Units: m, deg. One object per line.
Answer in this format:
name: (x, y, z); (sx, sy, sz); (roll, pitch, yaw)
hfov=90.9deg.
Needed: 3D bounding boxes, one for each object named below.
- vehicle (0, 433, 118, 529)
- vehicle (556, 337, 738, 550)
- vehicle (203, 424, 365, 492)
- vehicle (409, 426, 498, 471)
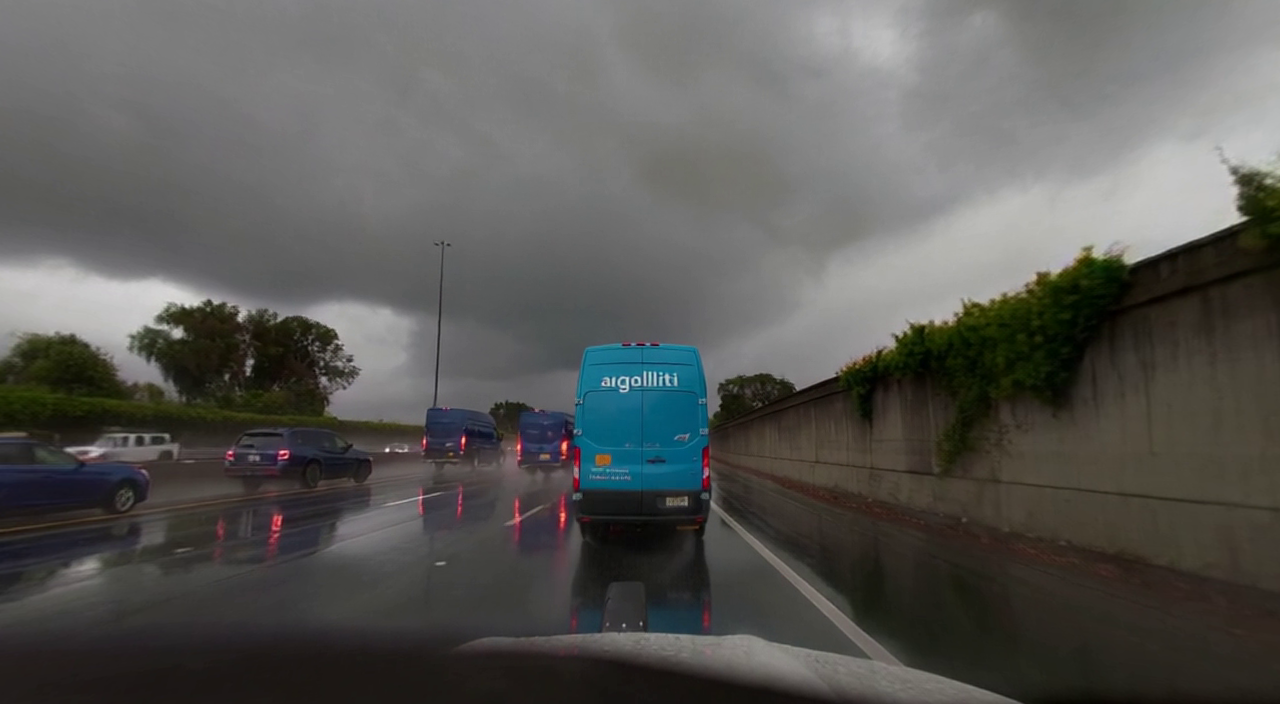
vehicle: (-11.136, 2.043, 9.964); (1.839, 1.524, 4.449); (0, -8, 2)
vehicle: (0.157, 1.631, 11.376); (2.316, 2.738, 6.398); (0, -8, 1)
vehicle: (-10.832, 3.275, 19.742); (2.061, 1.846, 4.852); (0, -8, 3)
vehicle: (-9.775, 5.140, 33.727); (2.566, 2.158, 5.957); (-1, -8, 4)
